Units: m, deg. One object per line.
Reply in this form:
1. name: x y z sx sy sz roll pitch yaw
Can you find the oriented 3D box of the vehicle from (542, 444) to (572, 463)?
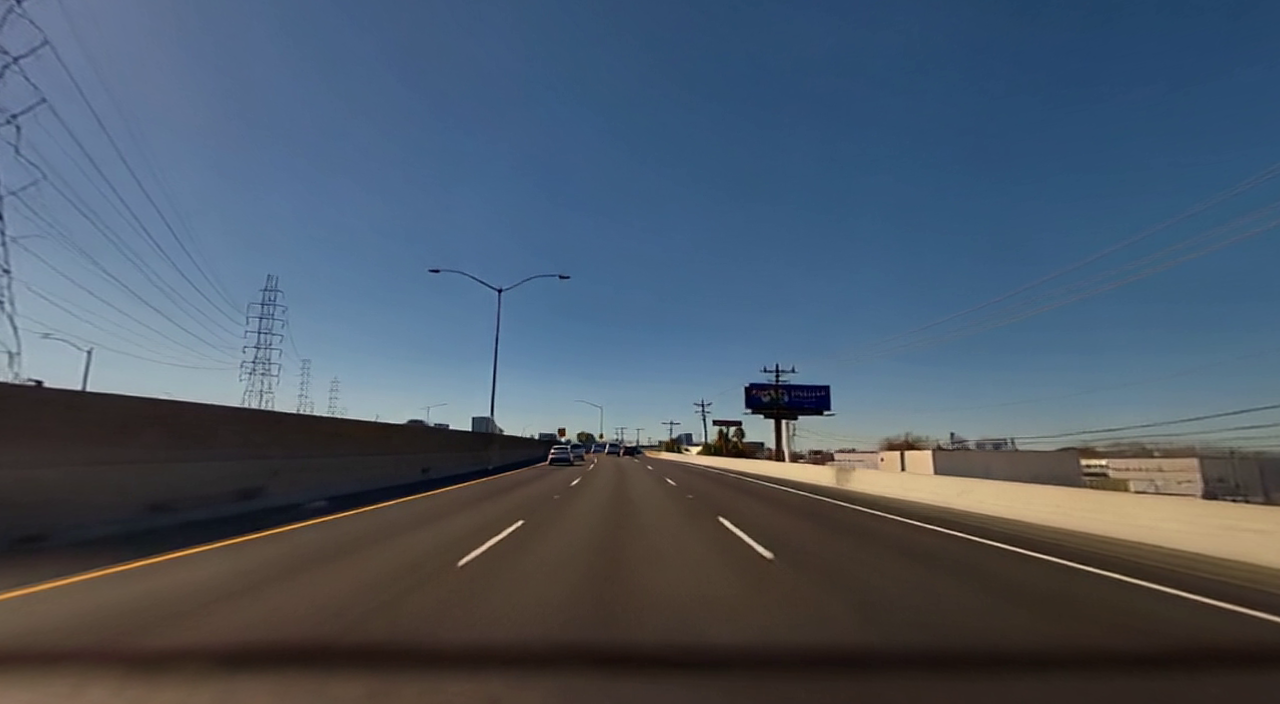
1. vehicle: -6.442 7.935 49.466 1.921 1.420 4.078 0 -8 -2
